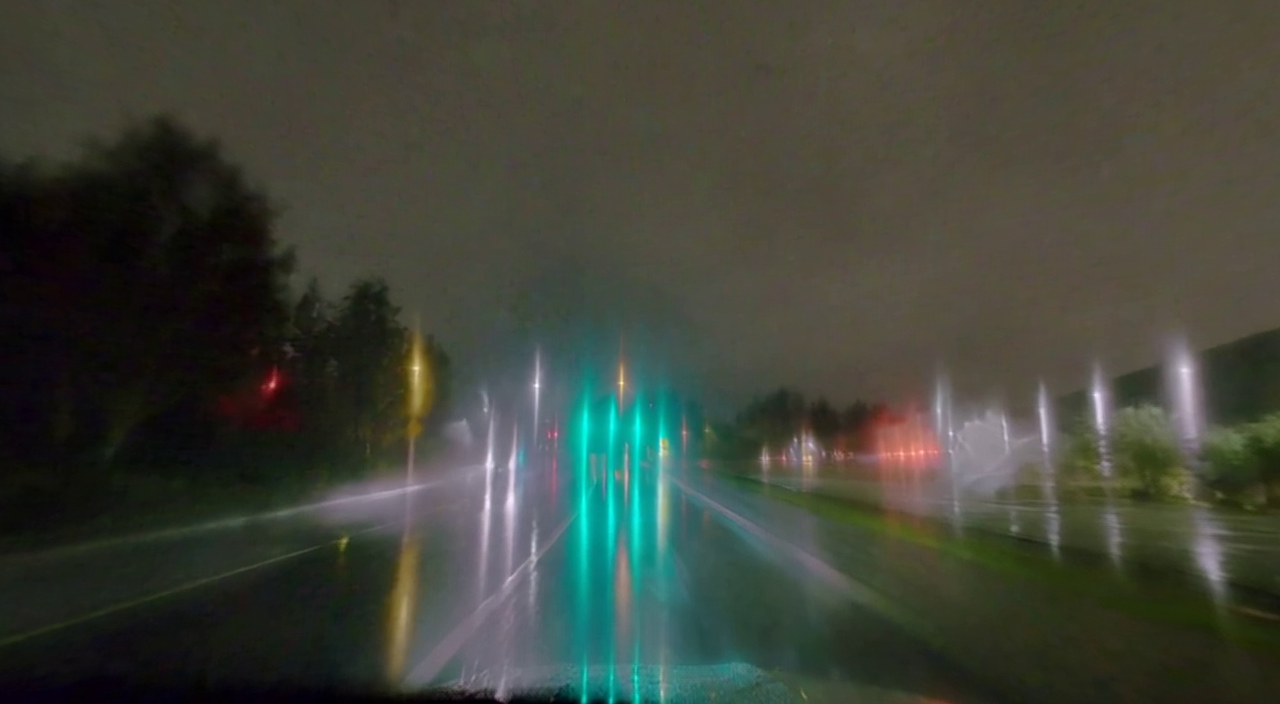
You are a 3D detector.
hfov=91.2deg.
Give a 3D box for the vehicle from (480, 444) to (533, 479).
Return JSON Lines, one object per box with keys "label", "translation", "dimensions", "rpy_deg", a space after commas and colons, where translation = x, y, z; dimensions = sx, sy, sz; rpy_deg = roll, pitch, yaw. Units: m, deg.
{"label": "vehicle", "translation": [-6.989, 5.767, 33.243], "dimensions": [2.017, 1.725, 4.115], "rpy_deg": [0, -9, -2]}
